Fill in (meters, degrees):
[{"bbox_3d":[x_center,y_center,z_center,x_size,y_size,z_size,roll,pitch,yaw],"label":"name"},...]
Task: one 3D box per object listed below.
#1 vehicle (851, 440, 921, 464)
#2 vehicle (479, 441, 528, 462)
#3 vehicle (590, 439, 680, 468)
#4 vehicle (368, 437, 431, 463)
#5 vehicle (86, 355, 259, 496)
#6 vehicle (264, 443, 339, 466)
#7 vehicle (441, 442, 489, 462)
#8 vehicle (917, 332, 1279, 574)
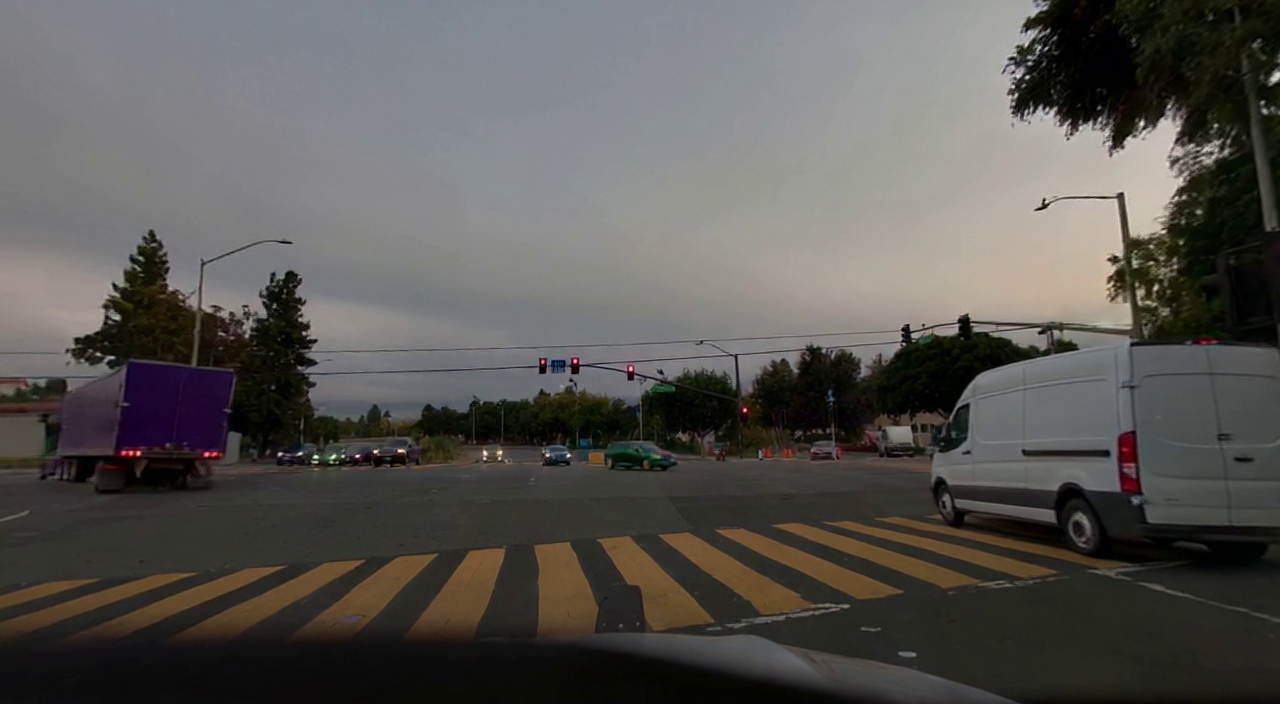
[{"bbox_3d":[16.993,6.893,43.627,4.524,1.560,2.052,5,-10,-29],"label":"vehicle"},{"bbox_3d":[-10.150,7.465,47.400,2.097,1.484,4.596,-1,-9,7],"label":"vehicle"},{"bbox_3d":[-0.339,5.530,34.612,4.846,1.487,2.086,-8,-12,42],"label":"vehicle"},{"bbox_3d":[-17.385,7.144,45.992,2.189,1.753,4.785,-1,-9,8],"label":"vehicle"},{"bbox_3d":[-13.592,2.223,18.126,3.112,3.230,6.726,8,-12,-41],"label":"vehicle"},{"bbox_3d":[-21.835,6.638,41.005,1.859,1.415,4.591,-1,-9,8],"label":"vehicle"},{"bbox_3d":[-13.184,7.588,47.853,1.845,1.426,4.289,-1,-9,8],"label":"vehicle"},{"bbox_3d":[6.546,1.425,9.288,2.332,2.511,5.326,0,-9,-2],"label":"vehicle"}]
